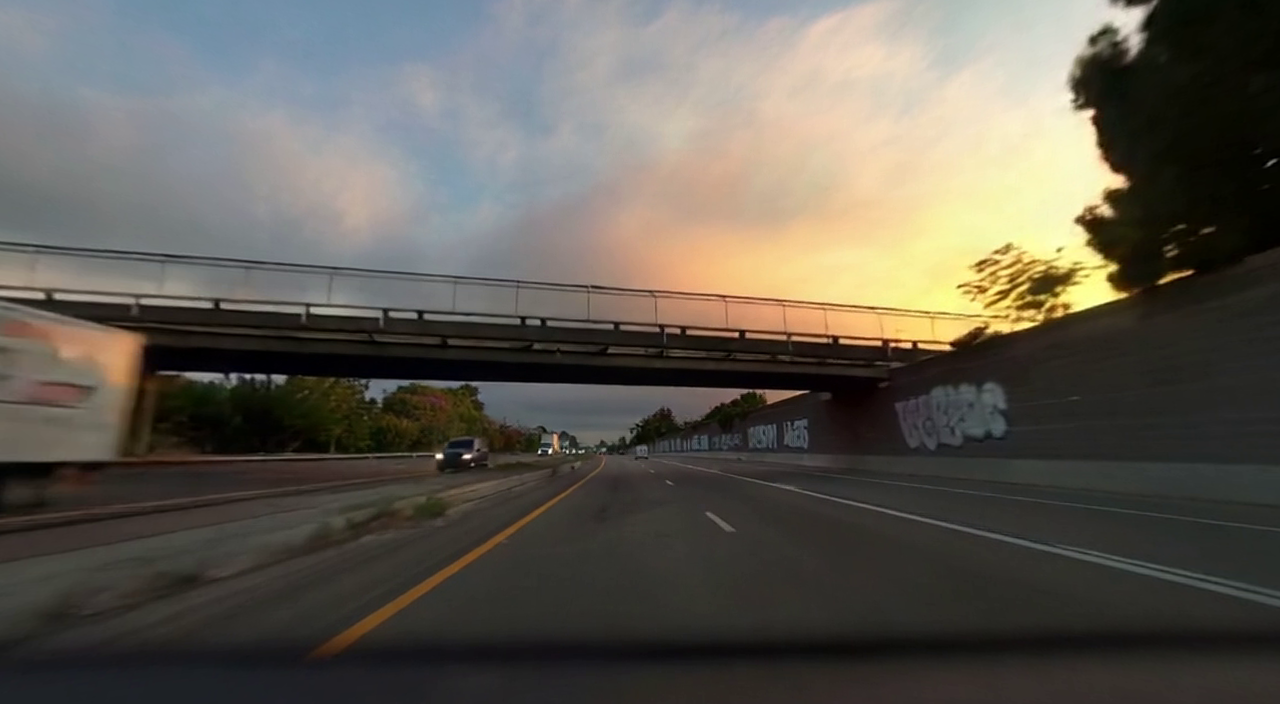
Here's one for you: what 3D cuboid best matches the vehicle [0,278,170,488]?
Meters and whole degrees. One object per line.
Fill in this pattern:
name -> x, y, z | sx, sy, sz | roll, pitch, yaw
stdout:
vehicle -> -13.798, 0.187, 9.381 | 3.020, 3.998, 14.022 | 0, -9, -2

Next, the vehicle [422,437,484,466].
vehicle -> -10.028, 5.393, 34.003 | 2.164, 1.479, 4.067 | 0, -9, -1
